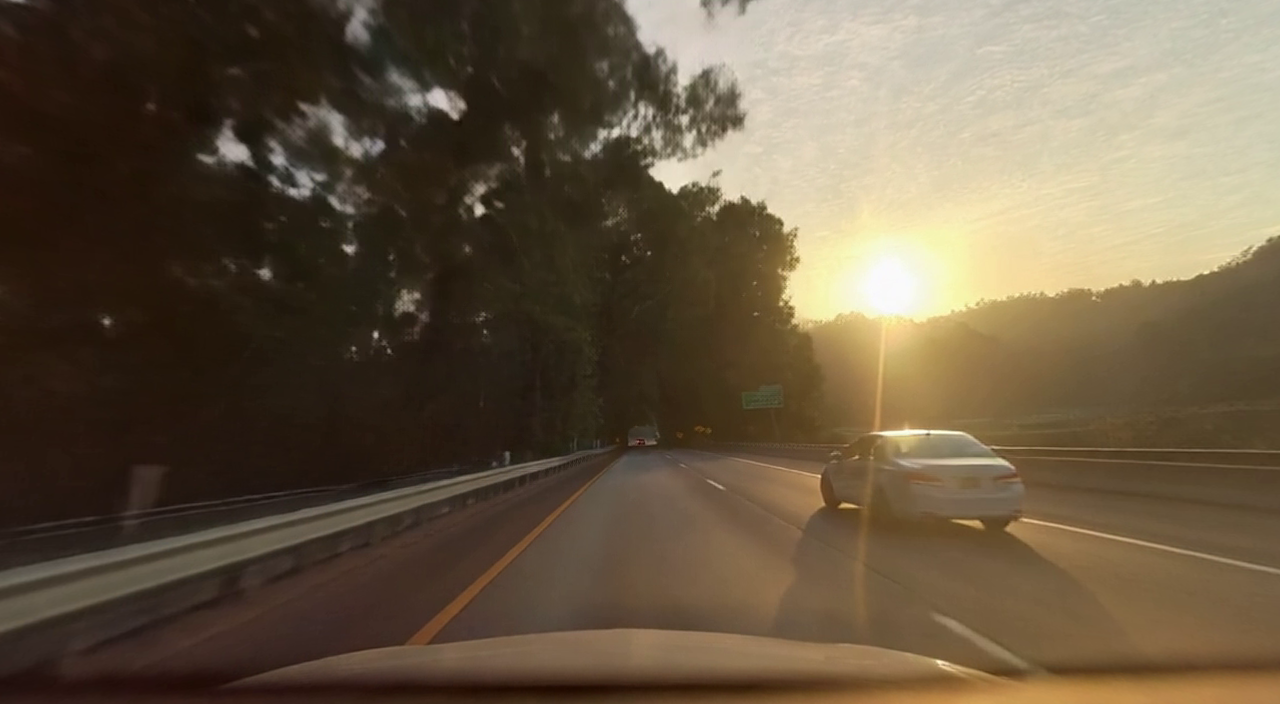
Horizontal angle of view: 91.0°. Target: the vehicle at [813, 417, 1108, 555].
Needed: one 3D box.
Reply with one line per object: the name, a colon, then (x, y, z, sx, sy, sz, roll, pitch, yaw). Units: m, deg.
vehicle: (4.276, 1.844, 9.511, 1.905, 1.525, 4.719, 0, -8, -1)
